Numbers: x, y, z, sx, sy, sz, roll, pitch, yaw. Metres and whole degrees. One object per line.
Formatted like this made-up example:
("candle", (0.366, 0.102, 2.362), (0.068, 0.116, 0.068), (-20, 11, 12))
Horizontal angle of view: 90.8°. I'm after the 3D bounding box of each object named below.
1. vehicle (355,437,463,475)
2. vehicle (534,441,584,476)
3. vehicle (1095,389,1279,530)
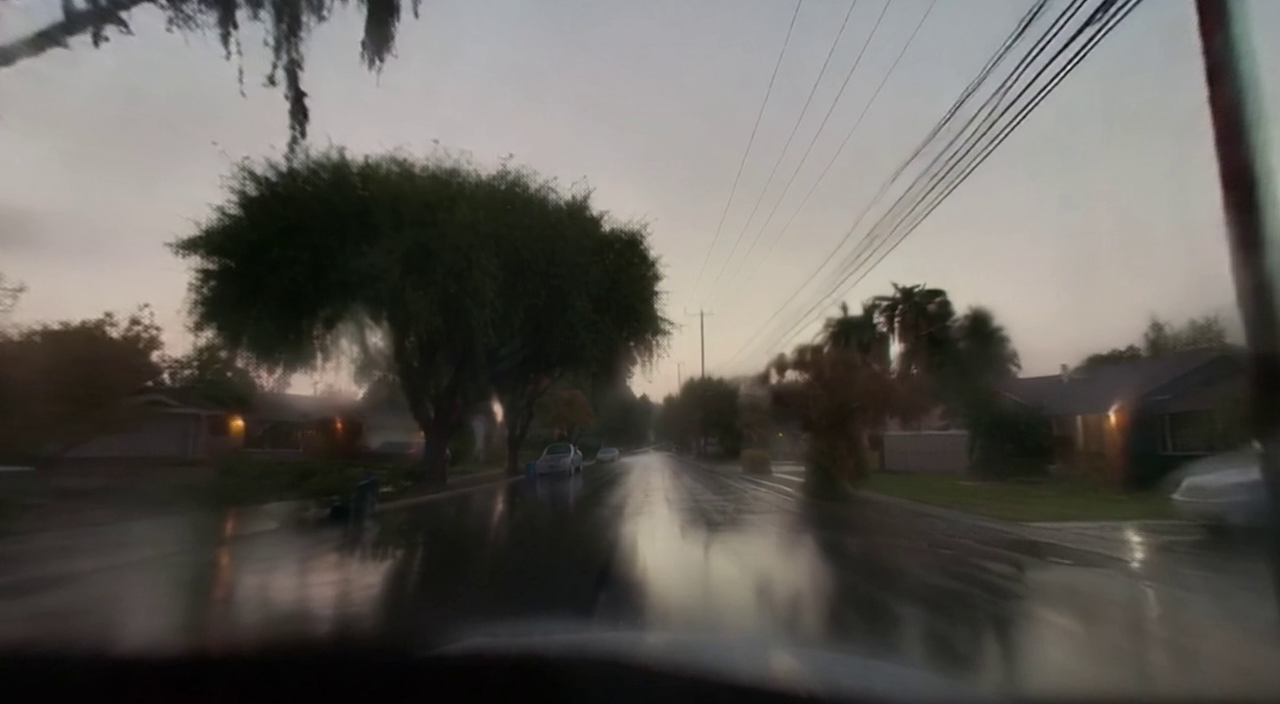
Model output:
("vehicle", (-12.547, 5.698, 34.609), (5.033, 1.997, 2.126), (0, -9, 0))
("vehicle", (-5.558, 7.477, 44.358), (2.739, 2.164, 6.065), (-2, -10, -1))
("vehicle", (10.676, 1.591, 9.569), (5.693, 1.886, 2.235), (0, -9, 2))
